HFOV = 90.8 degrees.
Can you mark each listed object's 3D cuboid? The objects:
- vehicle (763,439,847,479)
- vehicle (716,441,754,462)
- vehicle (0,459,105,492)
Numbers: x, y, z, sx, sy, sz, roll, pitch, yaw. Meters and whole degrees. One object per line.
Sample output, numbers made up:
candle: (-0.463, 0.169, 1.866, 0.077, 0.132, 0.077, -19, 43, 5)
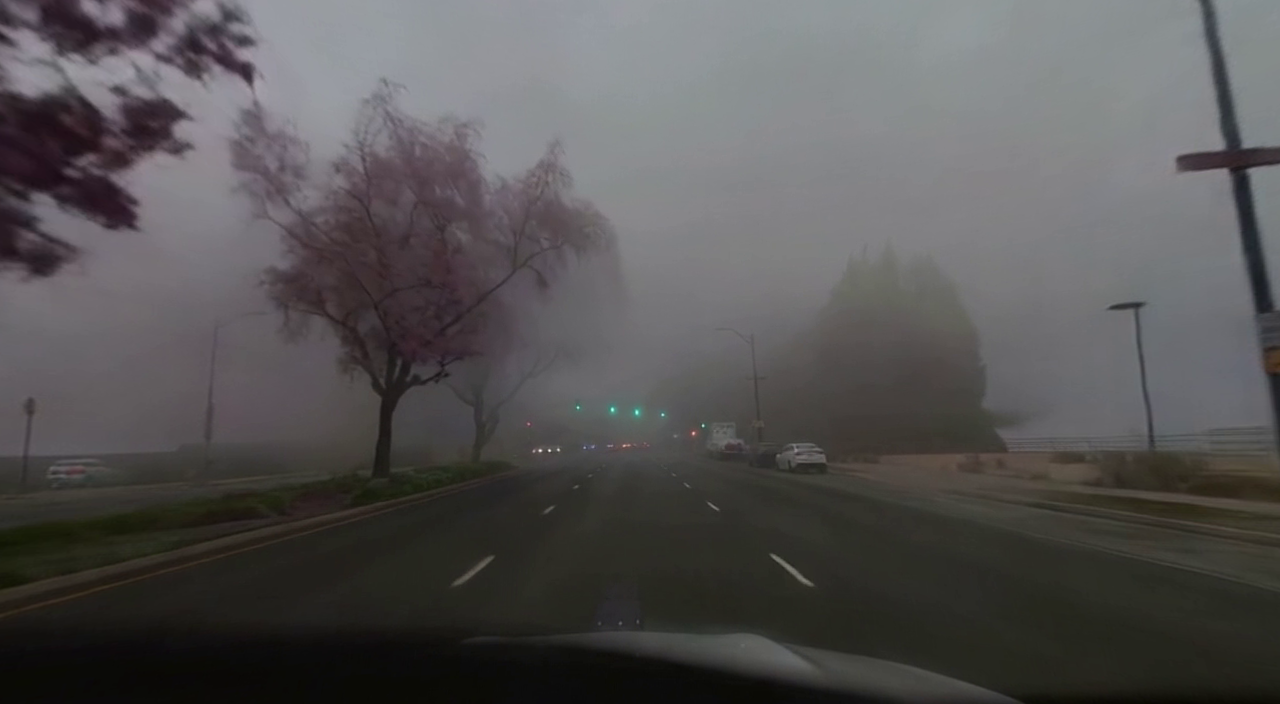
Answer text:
vehicle: (6.519, 4.278, 25.588, 1.891, 1.456, 4.909, 0, -8, -3)
vehicle: (6.741, 7.098, 45.228, 2.032, 1.449, 4.413, 0, -8, 0)
vehicle: (-34.963, 7.184, 37.089, 1.985, 1.691, 5.024, -3, -9, 16)
